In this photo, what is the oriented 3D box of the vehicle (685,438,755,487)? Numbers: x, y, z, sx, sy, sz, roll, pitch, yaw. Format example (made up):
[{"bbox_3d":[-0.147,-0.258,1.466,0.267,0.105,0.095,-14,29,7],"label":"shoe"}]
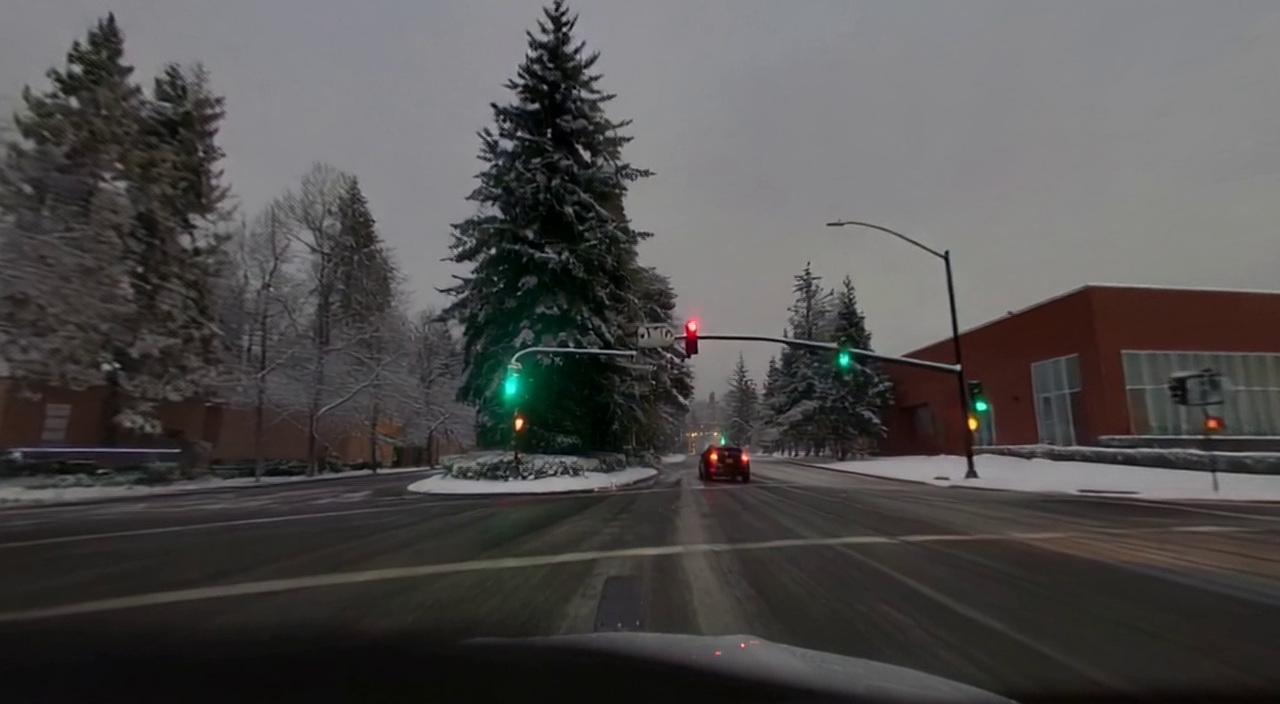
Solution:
[{"bbox_3d":[3.144,4.458,25.858,2.095,1.759,4.862,0,-9,-2],"label":"vehicle"}]
